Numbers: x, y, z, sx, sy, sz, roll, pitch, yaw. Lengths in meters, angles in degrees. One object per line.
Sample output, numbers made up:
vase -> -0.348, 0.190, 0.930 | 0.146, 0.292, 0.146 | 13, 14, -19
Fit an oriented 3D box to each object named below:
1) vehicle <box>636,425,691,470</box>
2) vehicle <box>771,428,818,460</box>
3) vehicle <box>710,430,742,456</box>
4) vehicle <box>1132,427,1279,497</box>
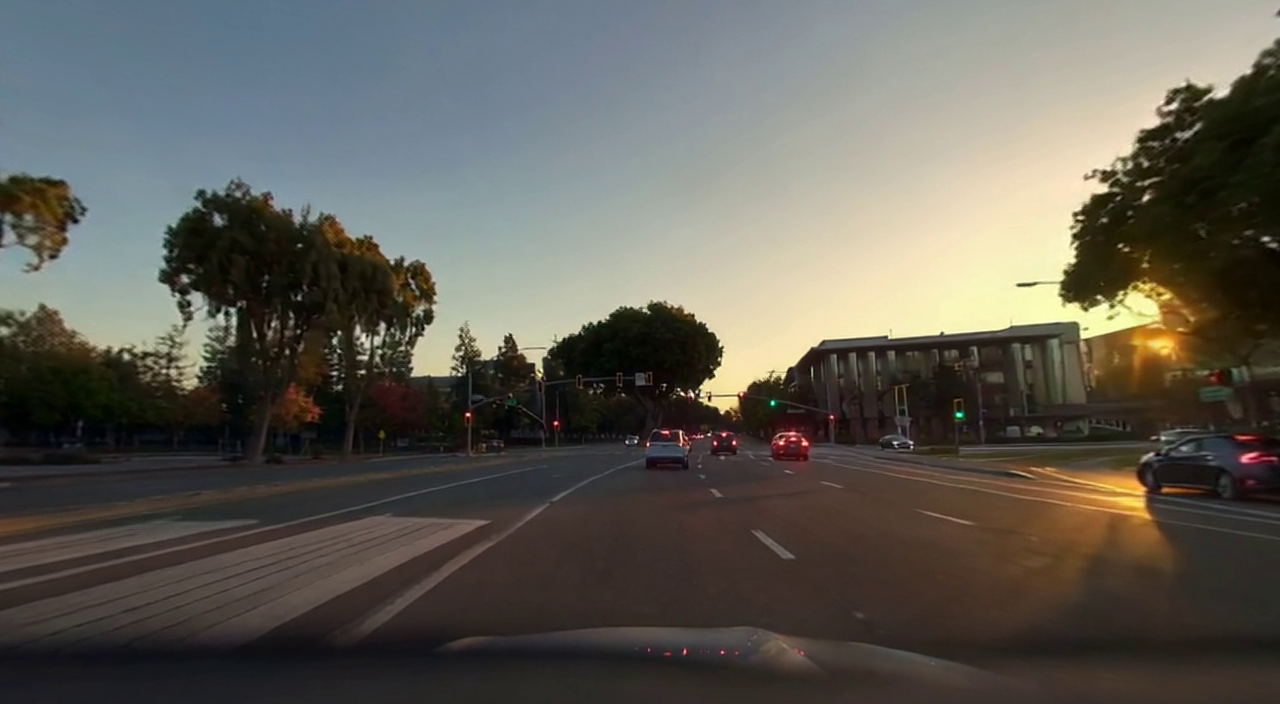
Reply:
vehicle -> 1.082, 4.163, 27.499 | 2.211, 1.795, 4.179 | -1, -9, 4
vehicle -> 9.257, 5.578, 38.265 | 2.074, 1.791, 4.393 | -1, -9, 5
vehicle -> 6.452, 6.772, 46.940 | 2.188, 1.774, 4.646 | -2, -9, 9
vehicle -> 15.524, 2.890, 16.887 | 2.118, 1.606, 4.640 | -3, -9, 17
